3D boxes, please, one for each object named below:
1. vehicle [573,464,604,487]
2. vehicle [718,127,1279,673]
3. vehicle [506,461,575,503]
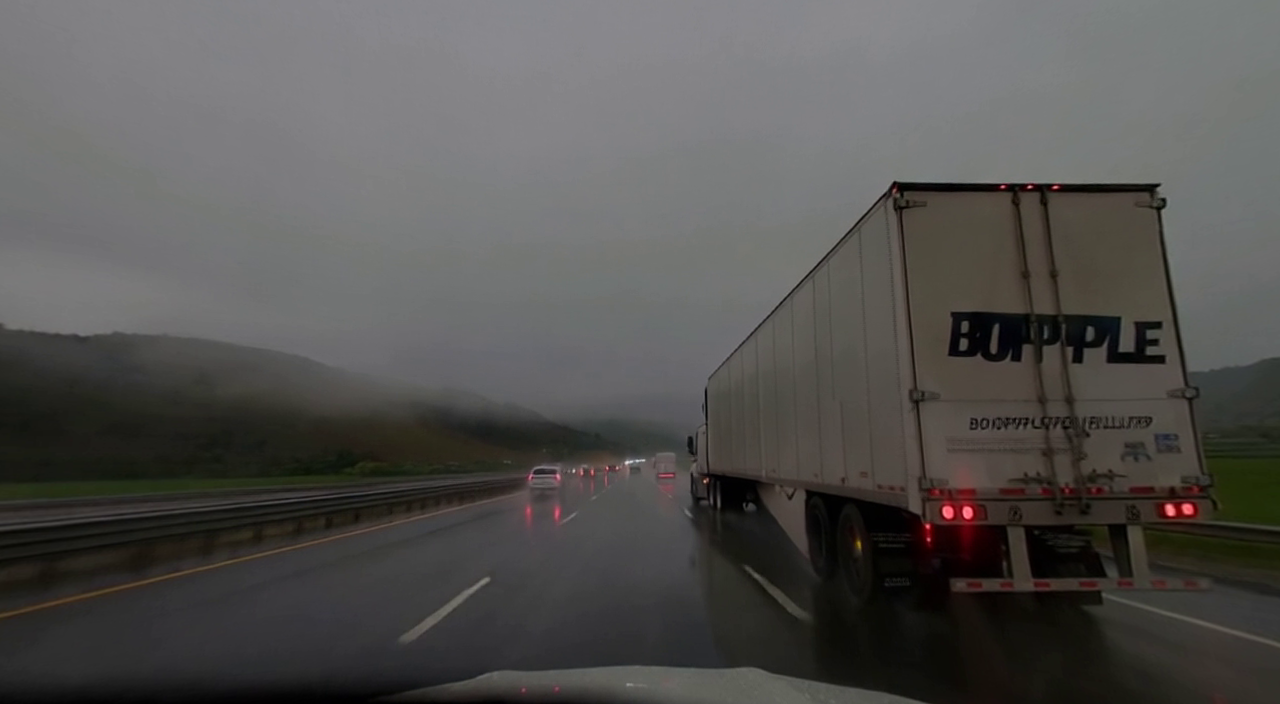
[{"bbox_3d":[-3.975,9.678,49.316,2.063,1.671,4.197,1,-11,0],"label":"vehicle"},{"bbox_3d":[3.791,1.491,11.604,2.839,4.062,14.051,1,-11,0],"label":"vehicle"},{"bbox_3d":[-4.086,5.472,26.805,2.088,1.566,4.853,1,-11,1],"label":"vehicle"}]
